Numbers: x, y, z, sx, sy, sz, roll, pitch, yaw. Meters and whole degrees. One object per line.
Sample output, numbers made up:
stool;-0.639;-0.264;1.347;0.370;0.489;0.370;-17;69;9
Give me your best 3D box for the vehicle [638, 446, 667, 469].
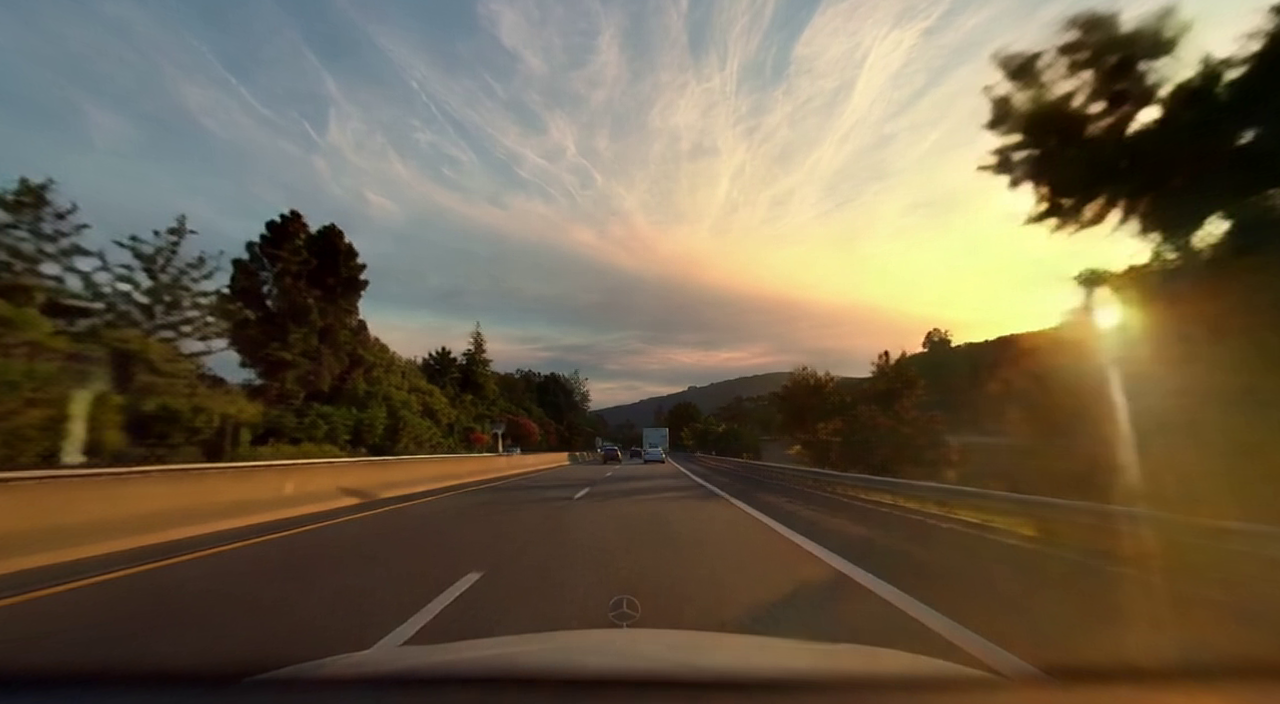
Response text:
vehicle;0.832;7.291;43.565;1.934;1.488;3.832;0;-9;1
